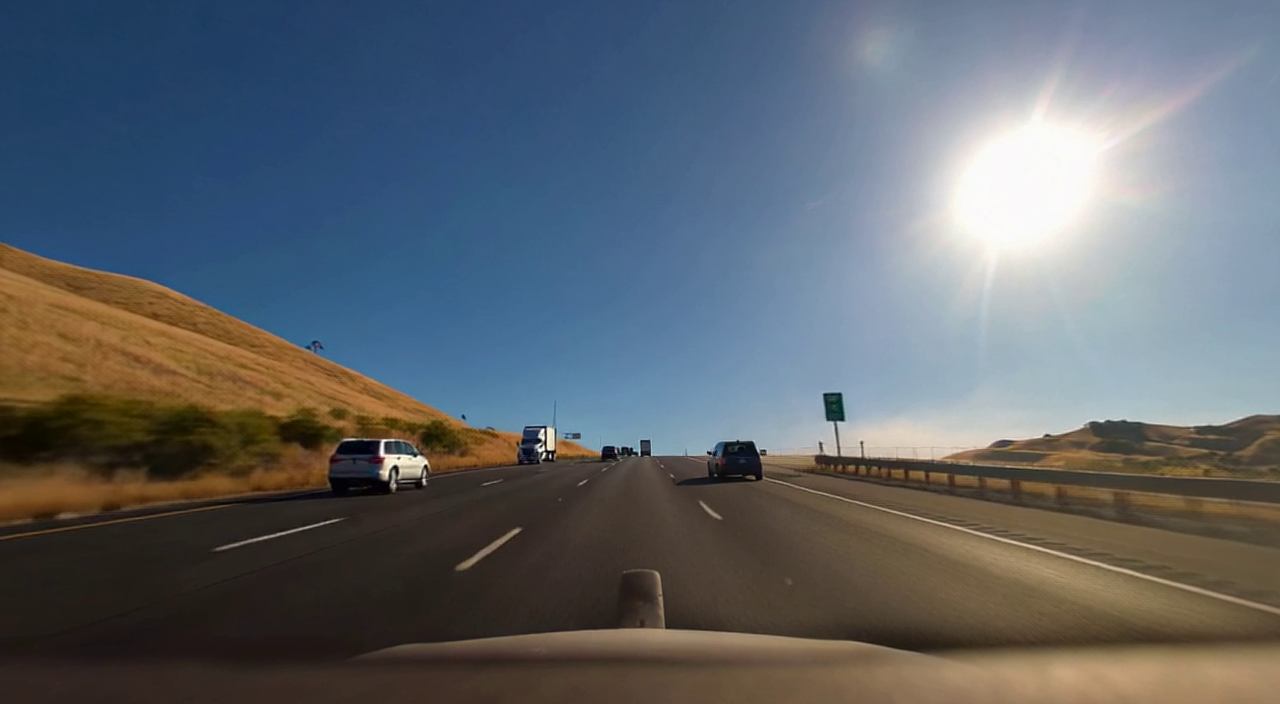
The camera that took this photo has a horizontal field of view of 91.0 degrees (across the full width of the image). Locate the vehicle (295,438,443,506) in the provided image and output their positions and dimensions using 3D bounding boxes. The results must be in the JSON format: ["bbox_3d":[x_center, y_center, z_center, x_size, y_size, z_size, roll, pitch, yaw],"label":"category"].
[{"bbox_3d":[-7.066,3.161,17.109,1.935,1.550,4.883,0,-9,-1],"label":"vehicle"}]

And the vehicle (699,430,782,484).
[{"bbox_3d":[3.594,3.892,23.510,2.231,1.789,4.700,0,-9,-1],"label":"vehicle"}]

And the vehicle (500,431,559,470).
[{"bbox_3d":[-7.724,7.006,44.920,2.937,2.509,7.090,0,-9,0],"label":"vehicle"}]
